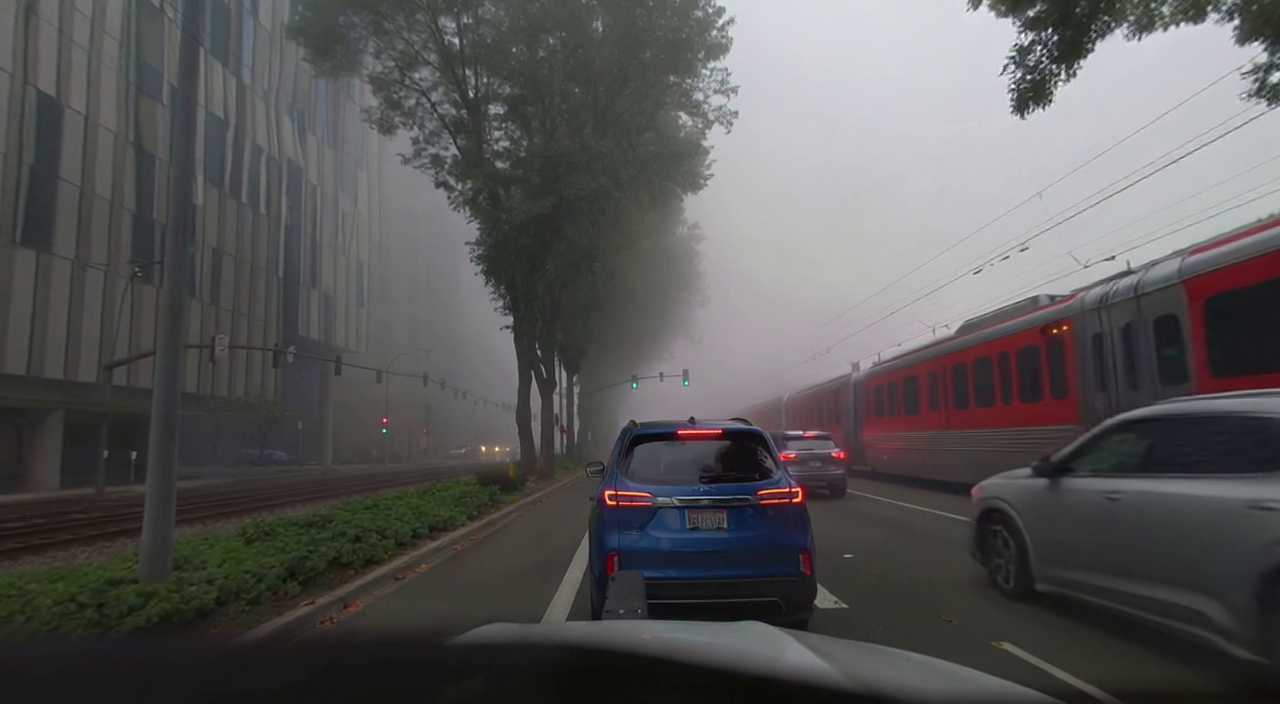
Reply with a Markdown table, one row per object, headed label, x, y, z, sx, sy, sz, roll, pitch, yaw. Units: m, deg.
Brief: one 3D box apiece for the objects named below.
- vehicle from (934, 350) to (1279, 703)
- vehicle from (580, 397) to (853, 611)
| label | x | y | z | sx | sy | sz | roll | pitch | yaw |
| --- | --- | --- | --- | --- | --- | --- | --- | --- | --- |
| vehicle | 4.252 | 1.028 | 4.107 | 2.165 | 1.760 | 5.064 | 0 | -9 | 0 |
| vehicle | 0.506 | 1.518 | 7.155 | 2.190 | 1.684 | 4.084 | 0 | -9 | -3 |
